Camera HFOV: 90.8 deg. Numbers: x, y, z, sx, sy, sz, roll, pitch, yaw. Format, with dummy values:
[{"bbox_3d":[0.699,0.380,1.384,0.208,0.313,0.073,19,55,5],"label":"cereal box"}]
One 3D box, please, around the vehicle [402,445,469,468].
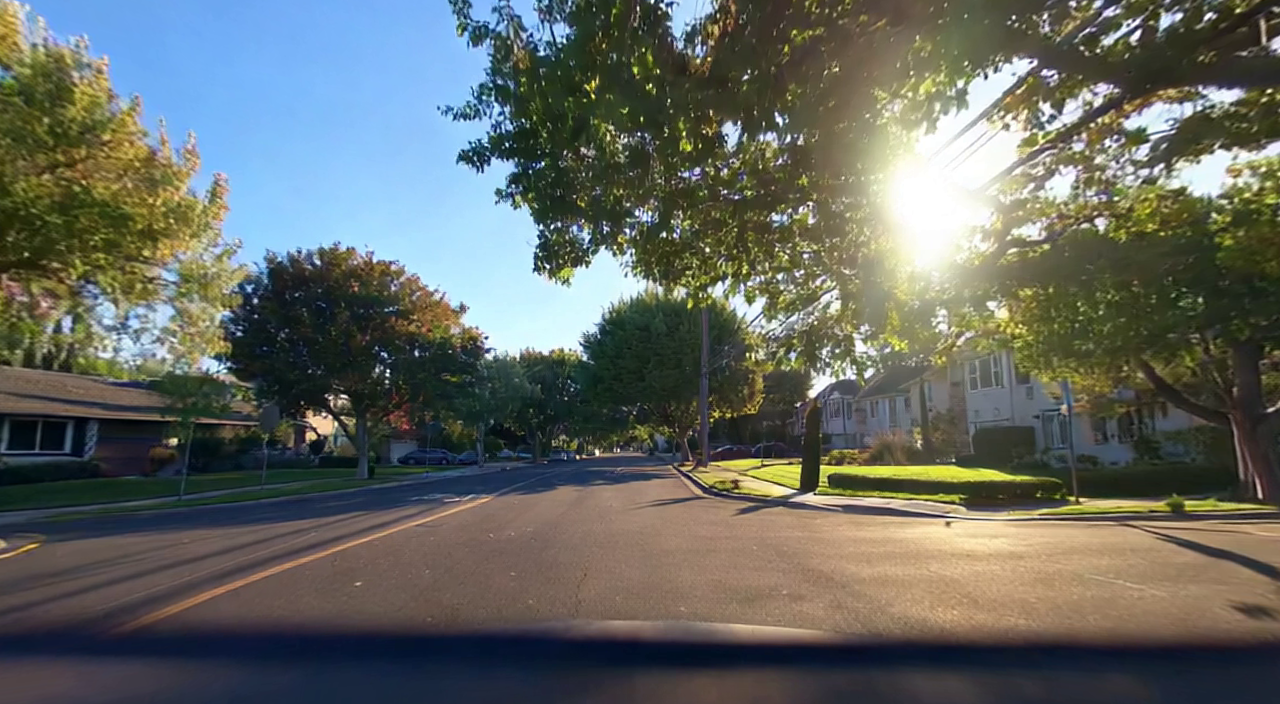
[{"bbox_3d":[-15.930,8.116,49.235,4.500,1.714,1.924,-1,-9,6],"label":"vehicle"}]
